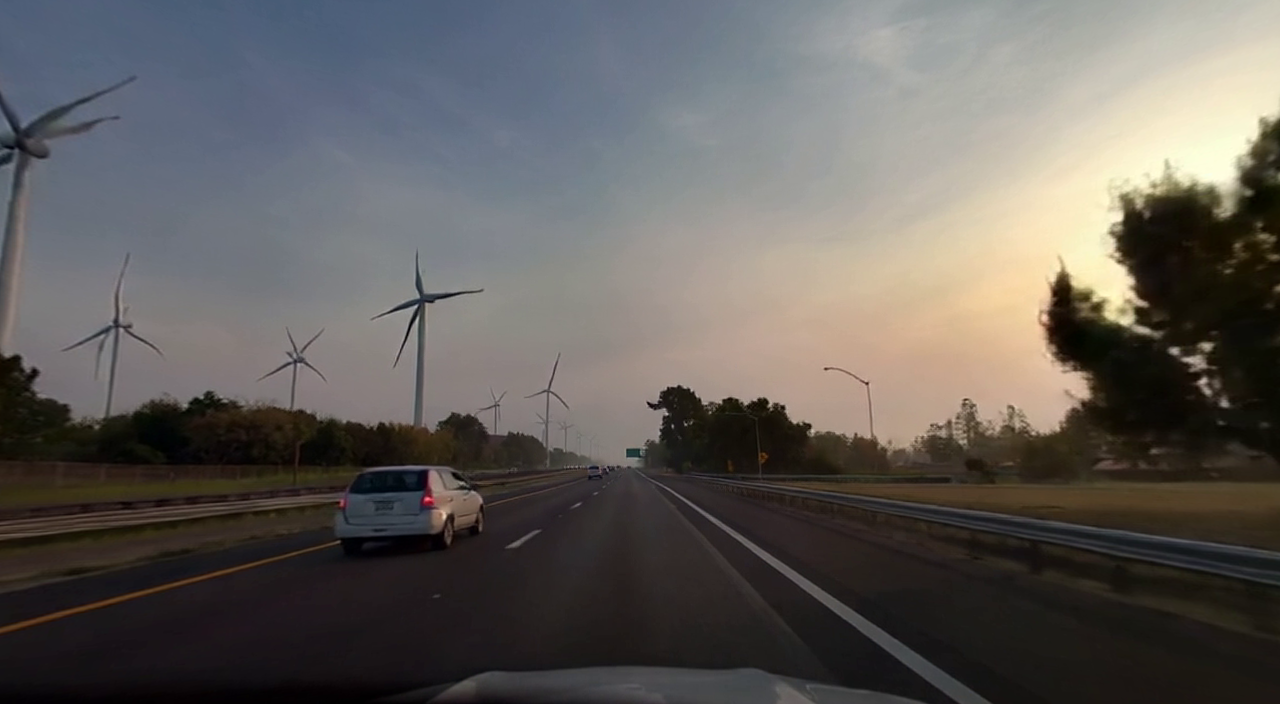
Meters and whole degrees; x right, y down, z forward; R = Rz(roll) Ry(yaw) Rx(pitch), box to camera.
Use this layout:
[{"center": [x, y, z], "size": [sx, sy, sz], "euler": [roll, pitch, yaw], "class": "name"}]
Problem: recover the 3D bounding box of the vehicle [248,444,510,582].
[{"center": [-3.360, 2.187, 9.165], "size": [2.001, 1.486, 4.104], "euler": [1, -10, 0], "class": "vehicle"}]
